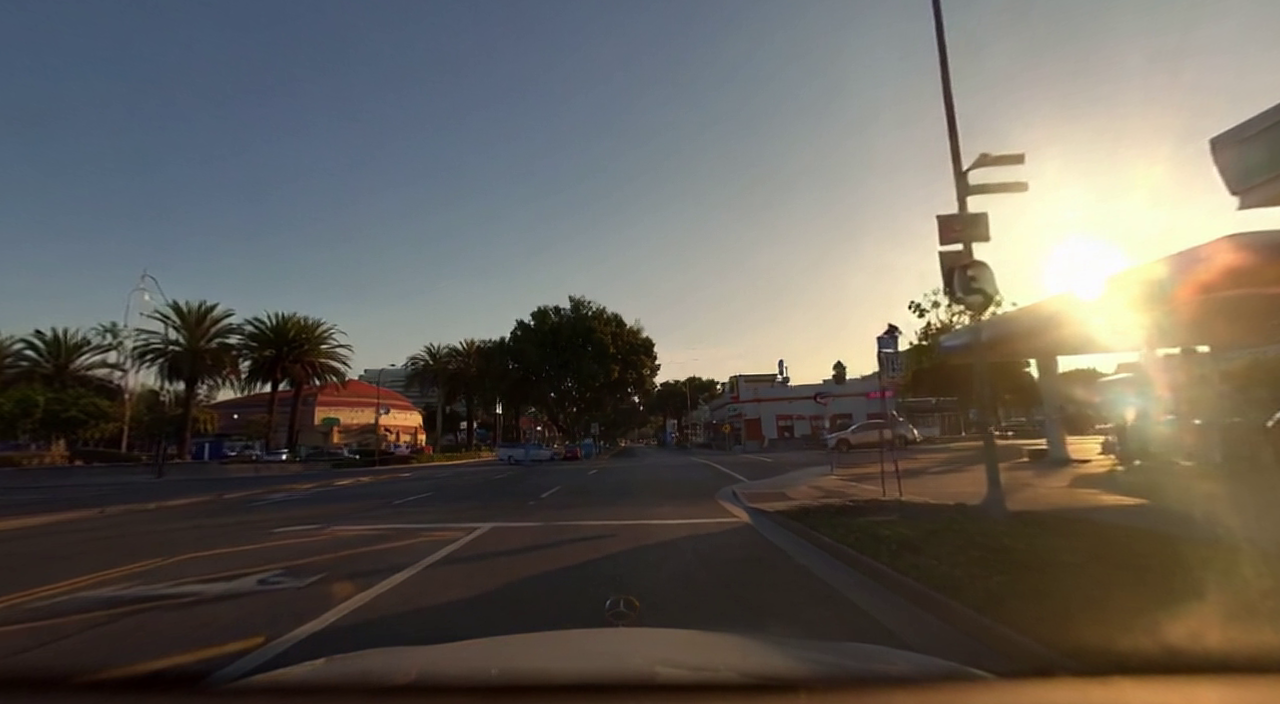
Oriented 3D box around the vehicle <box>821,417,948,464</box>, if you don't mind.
[{"bbox_3d":[10.634,3.894,27.690,4.640,1.800,2.026,-2,-8,-1],"label":"vehicle"}]
